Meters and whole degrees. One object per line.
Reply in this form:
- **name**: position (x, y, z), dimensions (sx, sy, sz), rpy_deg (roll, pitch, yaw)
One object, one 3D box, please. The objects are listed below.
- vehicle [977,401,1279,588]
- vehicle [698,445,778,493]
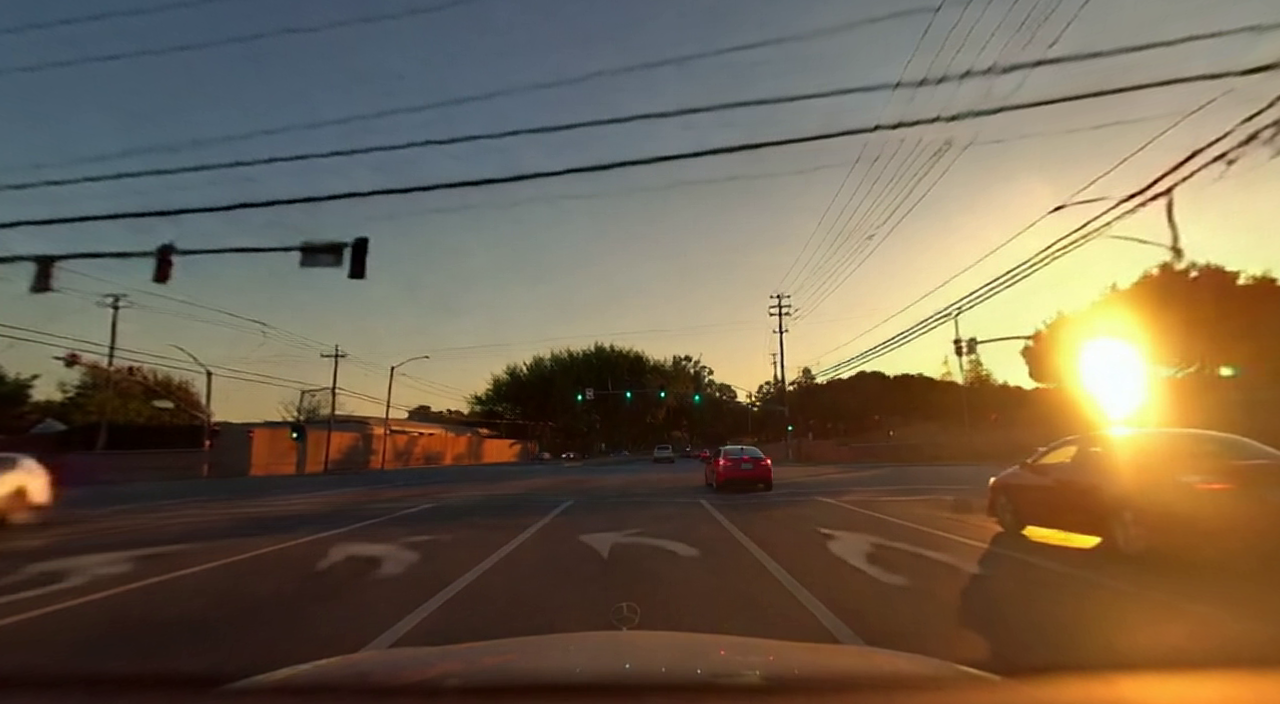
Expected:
- **vehicle**: position (6.681, 1.697, 8.342), dimensions (2.029, 1.795, 4.371), rpy_deg (0, -9, 0)
- **vehicle**: position (3.259, 3.985, 21.917), dimensions (2.035, 1.460, 4.392), rpy_deg (0, -9, -1)
